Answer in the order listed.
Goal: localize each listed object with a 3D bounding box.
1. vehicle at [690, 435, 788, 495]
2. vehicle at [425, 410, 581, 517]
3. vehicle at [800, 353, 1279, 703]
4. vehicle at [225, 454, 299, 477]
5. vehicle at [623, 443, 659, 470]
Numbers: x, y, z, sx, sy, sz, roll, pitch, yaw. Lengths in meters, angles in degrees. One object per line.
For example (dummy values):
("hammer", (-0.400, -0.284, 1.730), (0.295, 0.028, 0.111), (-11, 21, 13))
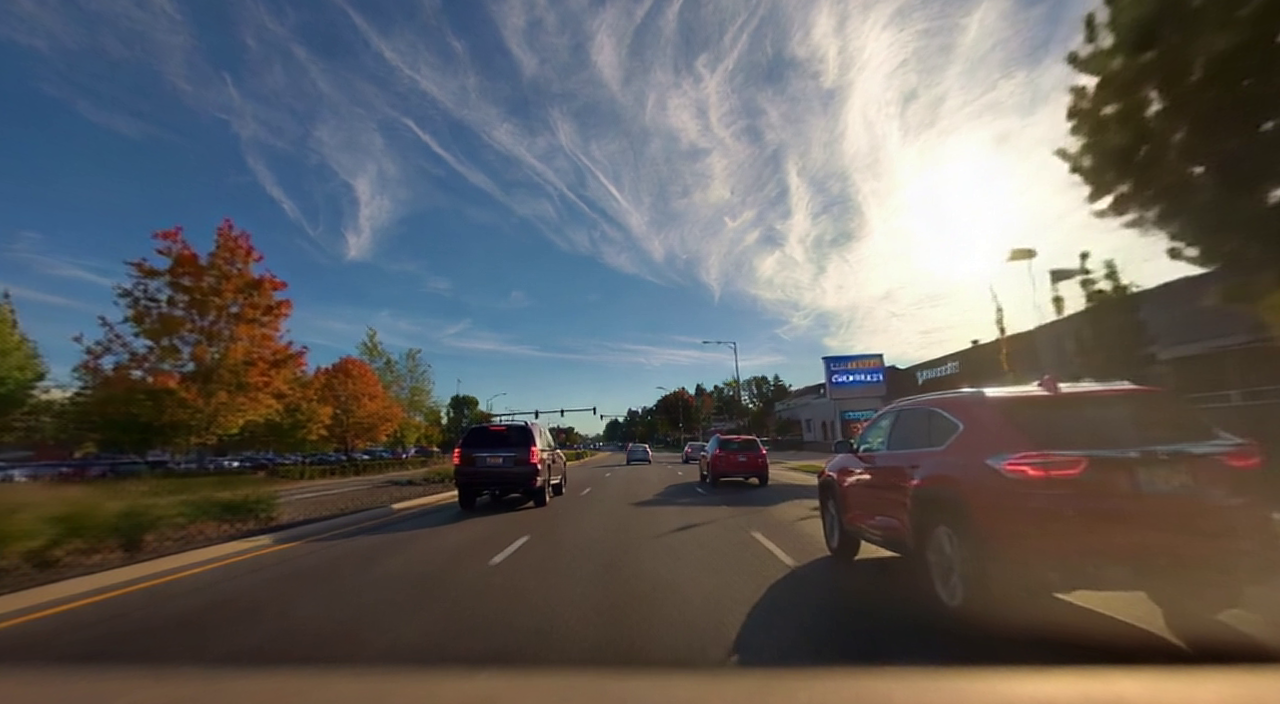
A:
("vehicle", (2.845, 3.406, 19.407), (2.174, 1.596, 4.779), (0, -9, -1))
("vehicle", (-2.890, 2.547, 14.897), (2.368, 2.037, 5.319), (0, -9, 1))
("vehicle", (2.856, 1.182, 4.873), (2.018, 1.719, 4.369), (0, -9, -1))
("vehicle", (-28.735, 8.639, 48.094), (4.441, 1.625, 1.916), (-1, -9, 3))
("vehicle", (0.043, 6.152, 37.375), (2.008, 1.464, 4.052), (0, -9, -1))
